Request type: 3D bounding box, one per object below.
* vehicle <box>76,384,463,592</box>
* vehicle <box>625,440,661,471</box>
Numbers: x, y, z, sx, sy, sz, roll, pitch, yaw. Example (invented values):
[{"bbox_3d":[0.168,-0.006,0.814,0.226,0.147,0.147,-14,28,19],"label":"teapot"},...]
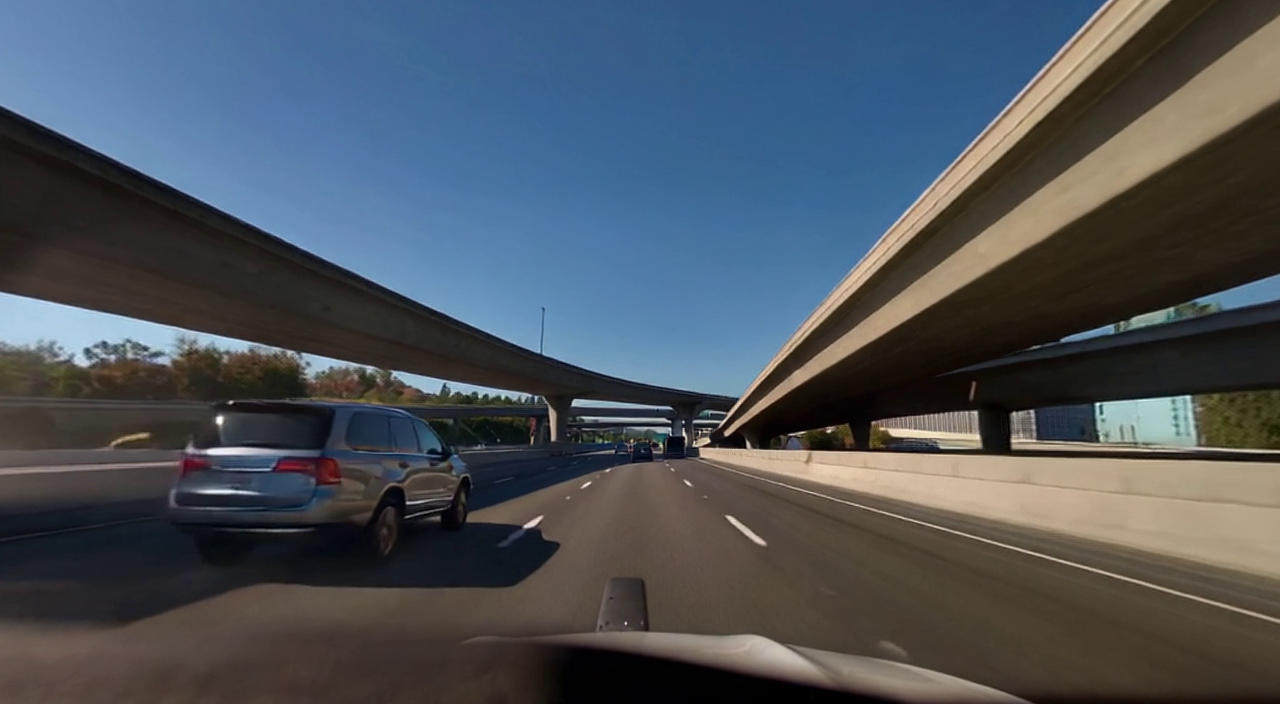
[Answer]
[{"bbox_3d":[-4.120,1.619,8.329,2.147,1.918,4.834,0,-8,0],"label":"vehicle"},{"bbox_3d":[0.164,6.148,37.685,2.052,1.711,4.223,0,-8,0],"label":"vehicle"}]
